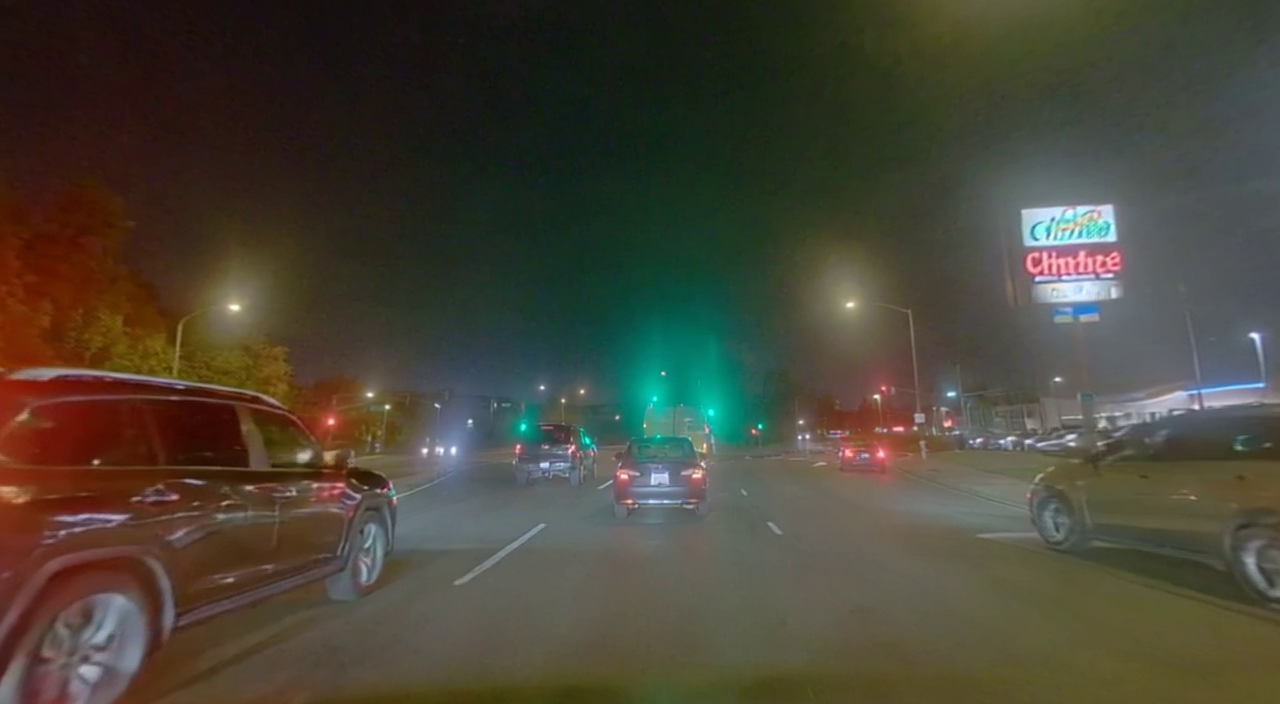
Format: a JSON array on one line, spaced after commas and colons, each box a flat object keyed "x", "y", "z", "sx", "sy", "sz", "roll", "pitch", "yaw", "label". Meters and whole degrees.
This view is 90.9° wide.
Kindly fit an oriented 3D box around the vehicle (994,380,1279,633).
[{"x": 5.689, "y": 1.291, "z": 5.768, "sx": 2.141, "sy": 1.794, "sz": 4.933, "roll": 0, "pitch": -8, "yaw": 2, "label": "vehicle"}]

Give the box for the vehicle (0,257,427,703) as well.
[{"x": -3.015, "y": 0.821, "z": 3.206, "sx": 2.124, "sy": 1.829, "sz": 4.799, "roll": 0, "pitch": -8, "yaw": 1, "label": "vehicle"}]

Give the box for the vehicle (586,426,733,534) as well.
[{"x": 0.250, "y": 2.105, "z": 10.953, "sx": 2.061, "sy": 1.494, "sz": 4.079, "roll": 0, "pitch": -8, "yaw": -1, "label": "vehicle"}]

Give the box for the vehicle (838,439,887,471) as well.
[{"x": 11.424, "y": 5.294, "z": 32.652, "sx": 1.900, "sy": 1.507, "sz": 4.151, "roll": -2, "pitch": -9, "yaw": 13, "label": "vehicle"}]

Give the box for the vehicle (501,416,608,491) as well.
[{"x": -2.370, "y": 3.028, "z": 19.113, "sx": 2.289, "sy": 1.935, "sz": 5.227, "roll": 0, "pitch": -8, "yaw": 2, "label": "vehicle"}]
